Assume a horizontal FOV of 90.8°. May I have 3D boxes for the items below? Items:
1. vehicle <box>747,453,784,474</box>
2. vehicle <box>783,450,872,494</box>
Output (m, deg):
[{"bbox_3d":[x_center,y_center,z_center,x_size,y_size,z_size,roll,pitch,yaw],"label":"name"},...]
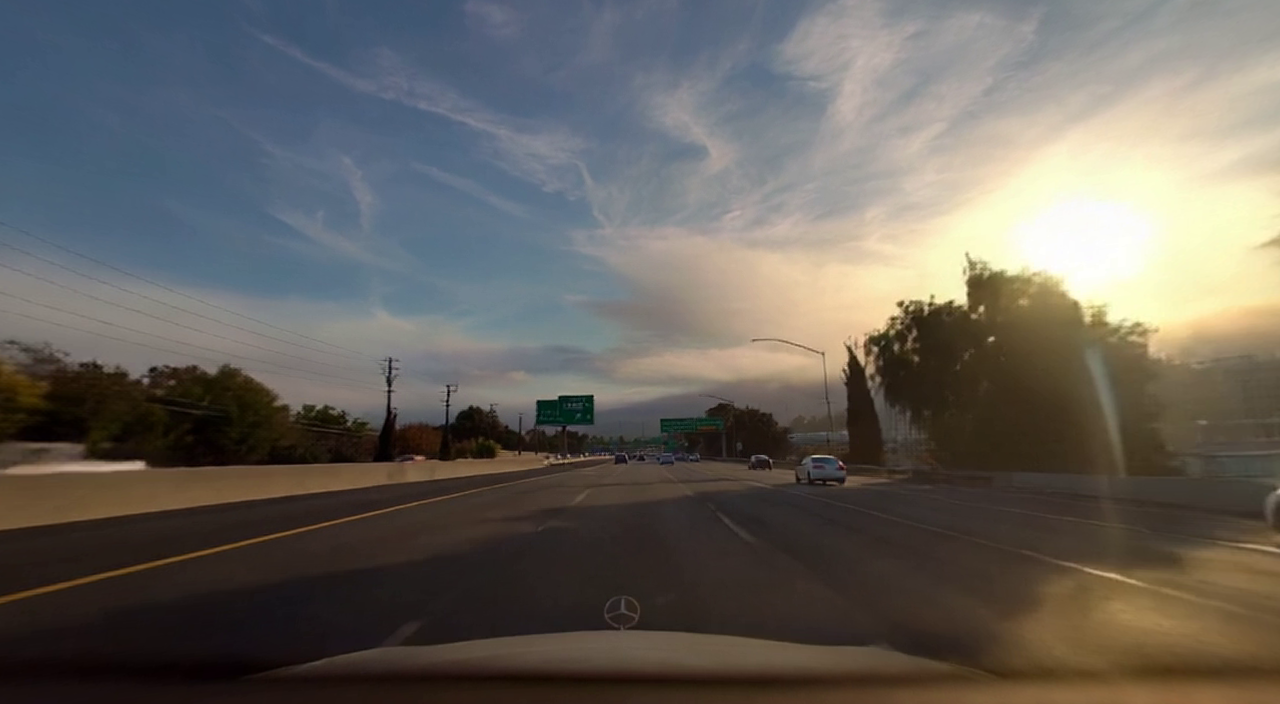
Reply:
[{"bbox_3d":[9.404,8.387,47.693,1.878,1.509,4.327,0,-9,0],"label":"vehicle"},{"bbox_3d":[7.224,4.648,24.901,1.861,1.500,4.860,0,-9,-2],"label":"vehicle"}]
